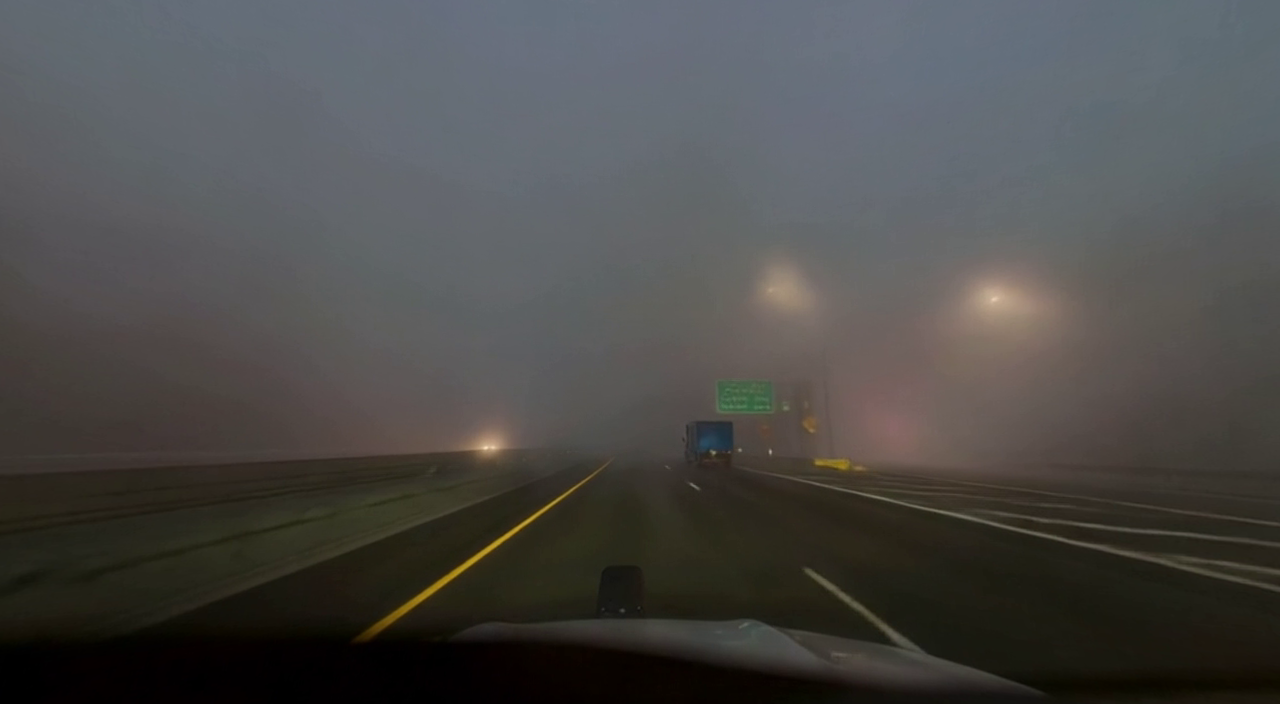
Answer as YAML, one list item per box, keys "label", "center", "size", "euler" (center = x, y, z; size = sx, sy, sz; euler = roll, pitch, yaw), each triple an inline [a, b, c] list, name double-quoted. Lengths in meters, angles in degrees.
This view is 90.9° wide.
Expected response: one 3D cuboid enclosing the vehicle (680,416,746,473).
- label: "vehicle"
  center: [3.471, 4.604, 31.368]
  size: [2.430, 2.495, 6.062]
  euler: [0, -8, -1]
